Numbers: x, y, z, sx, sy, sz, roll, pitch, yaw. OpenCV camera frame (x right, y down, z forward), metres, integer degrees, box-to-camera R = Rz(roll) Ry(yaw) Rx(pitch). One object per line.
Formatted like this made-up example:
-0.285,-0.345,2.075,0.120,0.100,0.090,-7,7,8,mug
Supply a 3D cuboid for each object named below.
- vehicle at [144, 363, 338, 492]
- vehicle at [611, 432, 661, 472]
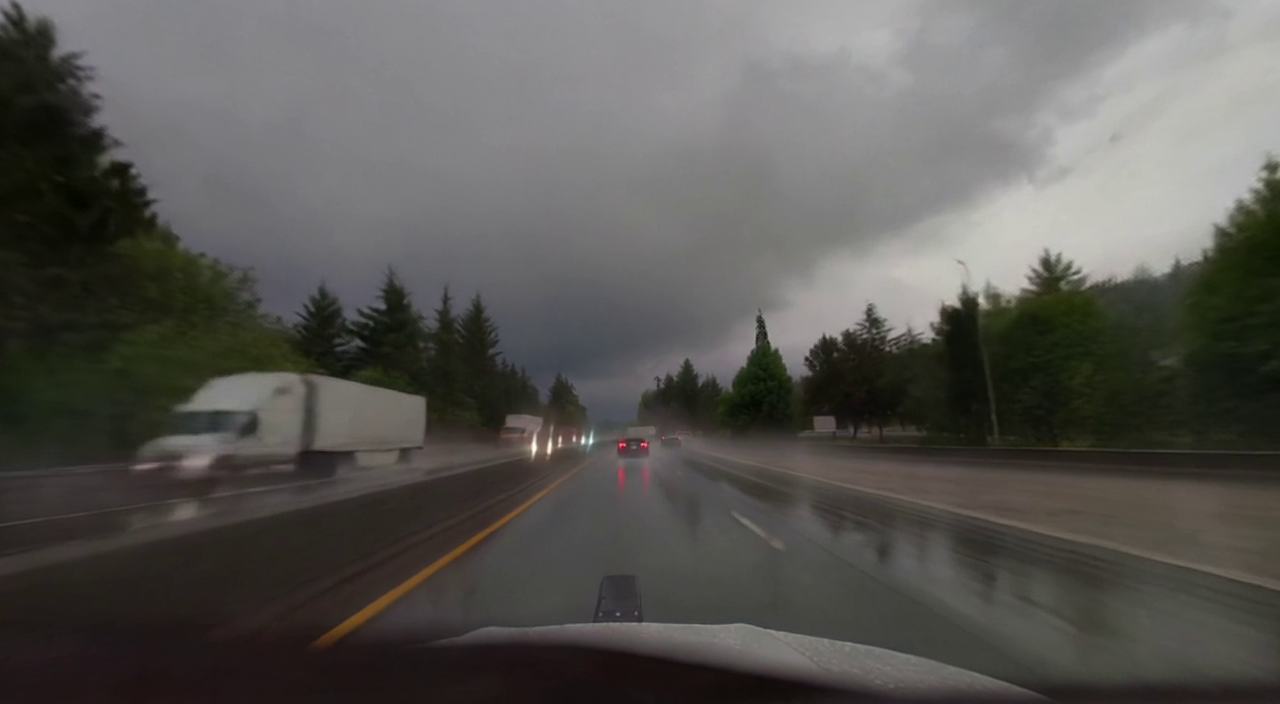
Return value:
-13.820,2.729,22.525,3.024,3.983,5.858,0,-8,-1,vehicle
-0.201,4.048,25.702,1.897,1.479,3.724,0,-8,-2,vehicle
